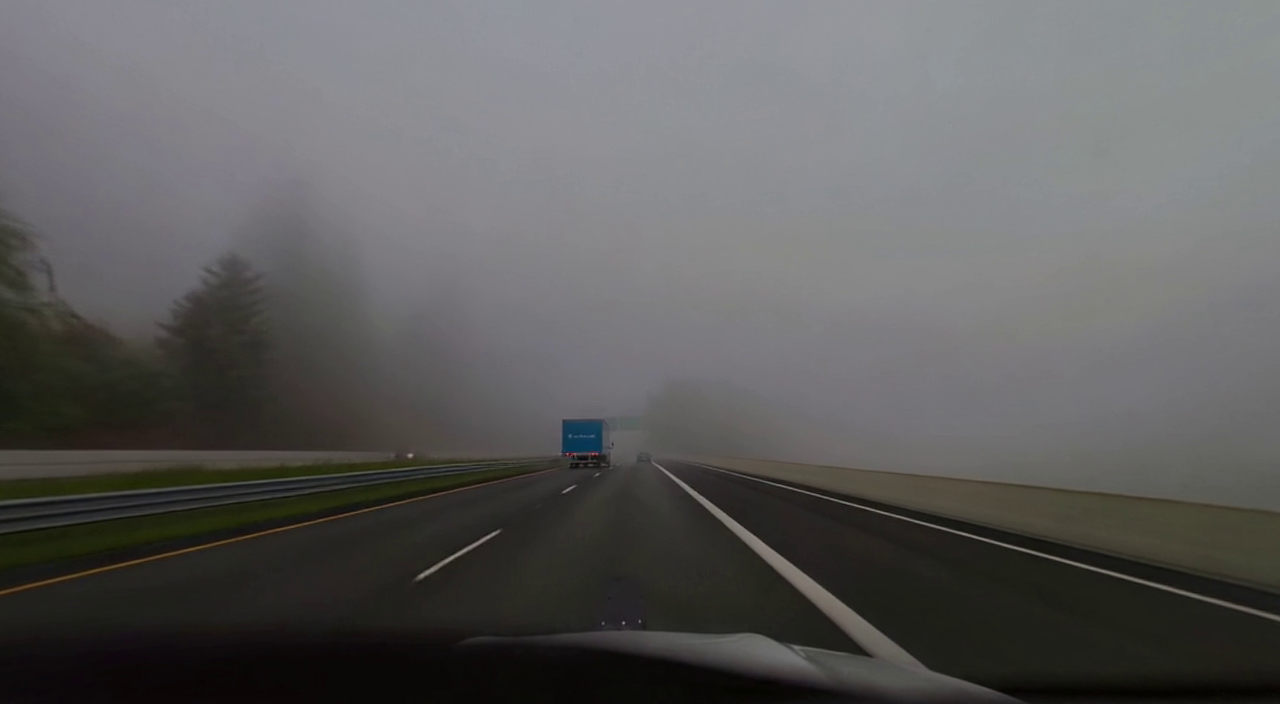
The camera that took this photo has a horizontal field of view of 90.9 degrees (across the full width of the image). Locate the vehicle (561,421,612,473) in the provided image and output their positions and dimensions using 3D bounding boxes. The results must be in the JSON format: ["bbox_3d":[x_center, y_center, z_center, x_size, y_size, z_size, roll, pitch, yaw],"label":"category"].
[{"bbox_3d":[-3.399,6.283,41.632,2.695,3.151,6.885,0,-9,1],"label":"vehicle"}]

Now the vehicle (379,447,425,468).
[{"bbox_3d":[-17.591,7.798,46.671,1.757,1.491,4.055,0,-9,1],"label":"vehicle"}]
